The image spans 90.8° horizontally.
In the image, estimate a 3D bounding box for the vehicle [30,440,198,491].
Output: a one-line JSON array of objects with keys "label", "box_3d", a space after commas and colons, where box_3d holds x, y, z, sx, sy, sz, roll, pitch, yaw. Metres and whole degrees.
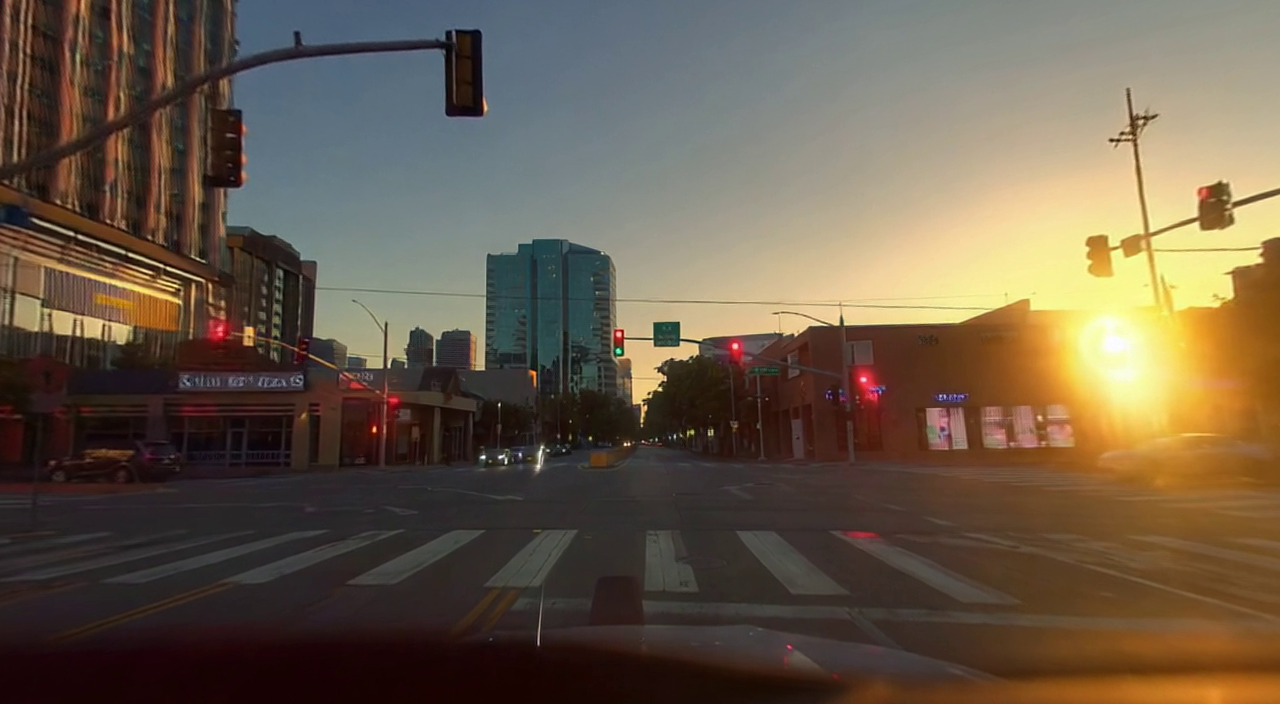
[{"label": "vehicle", "box_3d": [-21.158, 4.532, 25.517, 5.161, 1.910, 2.275, -2, -9, 11]}]

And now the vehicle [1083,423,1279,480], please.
[{"label": "vehicle", "box_3d": [15.405, 2.753, 17.518, 4.651, 1.463, 1.880, -2, -9, 9]}]

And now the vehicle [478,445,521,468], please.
[{"label": "vehicle", "box_3d": [-9.882, 7.409, 44.860, 2.106, 1.505, 4.228, 0, -9, -1]}]

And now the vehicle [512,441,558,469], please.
[{"label": "vehicle", "box_3d": [-6.813, 6.739, 41.513, 2.181, 1.703, 4.512, -1, -9, 1]}]
